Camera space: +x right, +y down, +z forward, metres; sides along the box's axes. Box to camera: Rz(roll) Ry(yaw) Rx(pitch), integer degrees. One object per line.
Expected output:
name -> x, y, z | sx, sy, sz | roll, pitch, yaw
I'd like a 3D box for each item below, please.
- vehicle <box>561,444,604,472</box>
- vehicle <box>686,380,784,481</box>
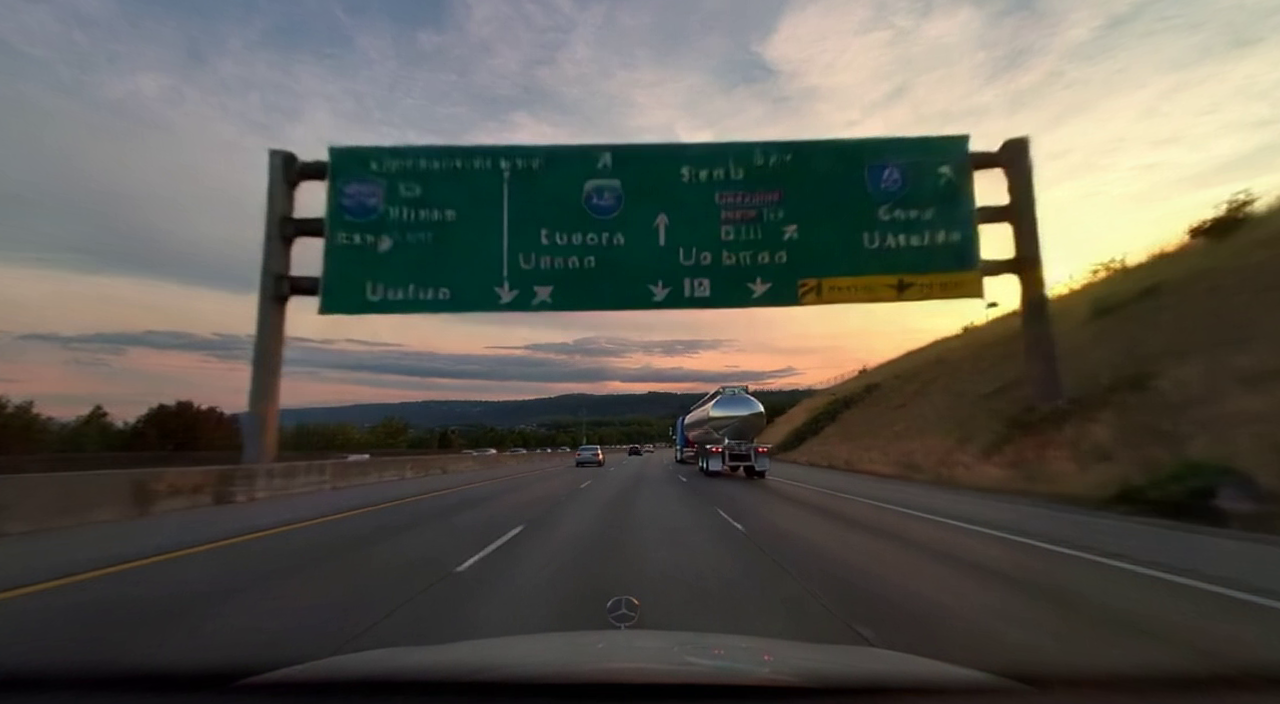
vehicle -> -3.249, 6.084, 36.422 | 1.986, 1.458, 4.506 | 0, -9, 1
vehicle -> 3.892, 3.664, 28.445 | 2.759, 3.734, 9.708 | 0, -9, -1
